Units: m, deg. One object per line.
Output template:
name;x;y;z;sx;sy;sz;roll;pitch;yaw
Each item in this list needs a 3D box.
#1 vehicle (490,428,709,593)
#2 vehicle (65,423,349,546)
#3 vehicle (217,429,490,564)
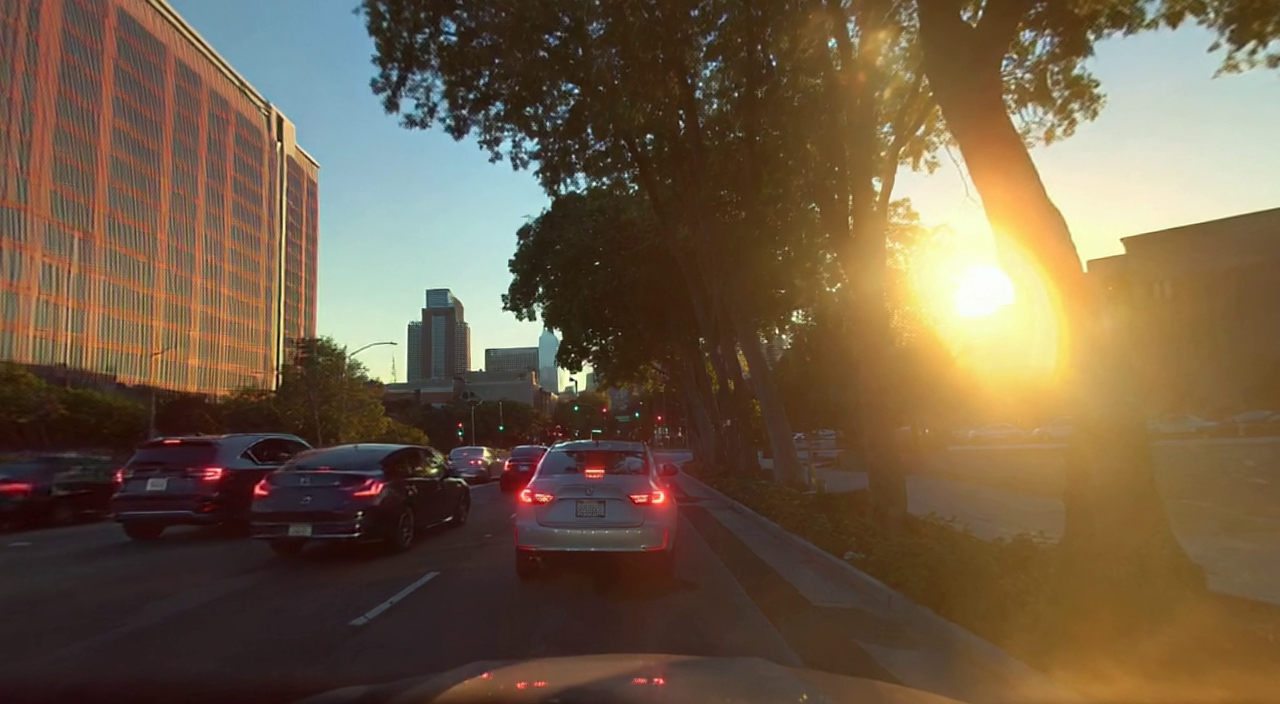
vehicle;-0.390;1.801;8.014;2.066;1.544;3.954;0;-9;0
vehicle;-7.369;2.265;11.479;2.068;1.784;4.224;0;-9;1
vehicle;-3.831;1.998;9.558;1.913;1.521;4.539;0;-9;1
